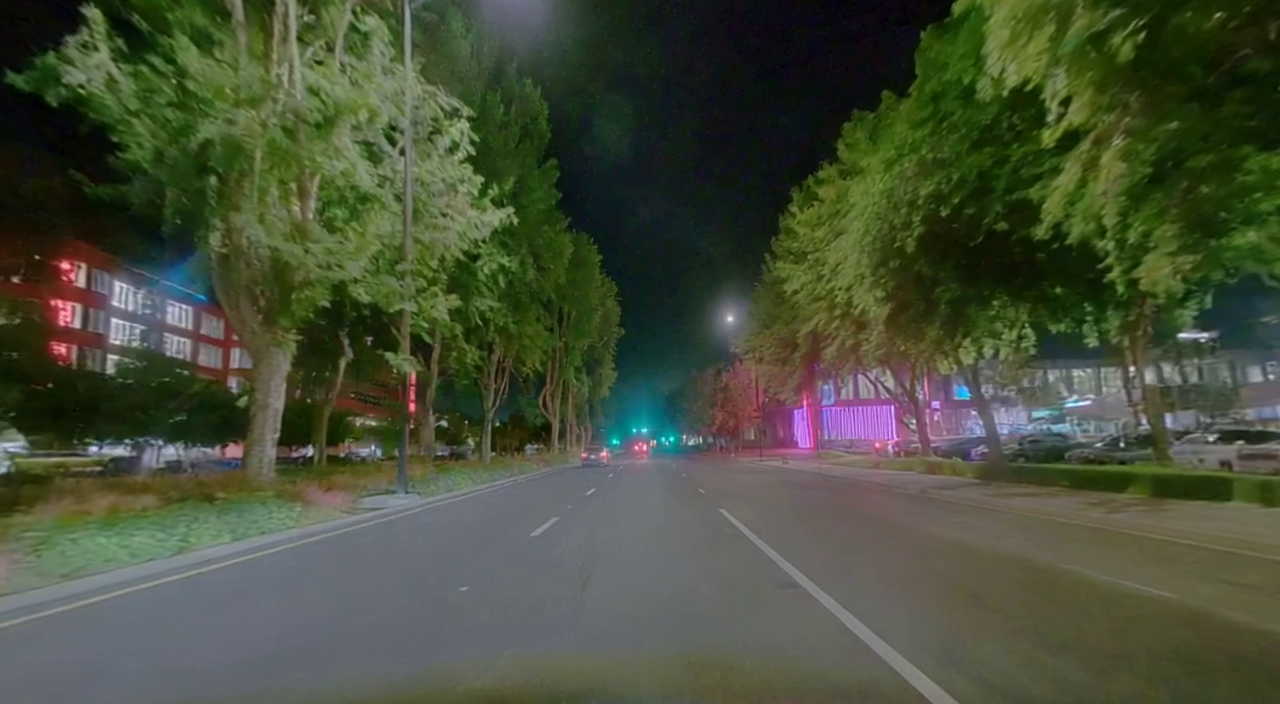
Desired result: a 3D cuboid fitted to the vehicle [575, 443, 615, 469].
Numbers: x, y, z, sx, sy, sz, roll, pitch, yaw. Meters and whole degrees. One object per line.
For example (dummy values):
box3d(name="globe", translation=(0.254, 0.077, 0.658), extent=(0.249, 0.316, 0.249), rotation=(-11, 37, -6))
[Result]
box3d(name="vehicle", translation=(-2.700, 6.422, 39.118), extent=(2.082, 1.460, 4.442), rotation=(0, -8, 1))

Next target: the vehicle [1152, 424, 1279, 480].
box3d(name="vehicle", translation=(17.311, 2.770, 17.583), extent=(4.271, 1.436, 2.001), rotation=(0, -8, 0))
